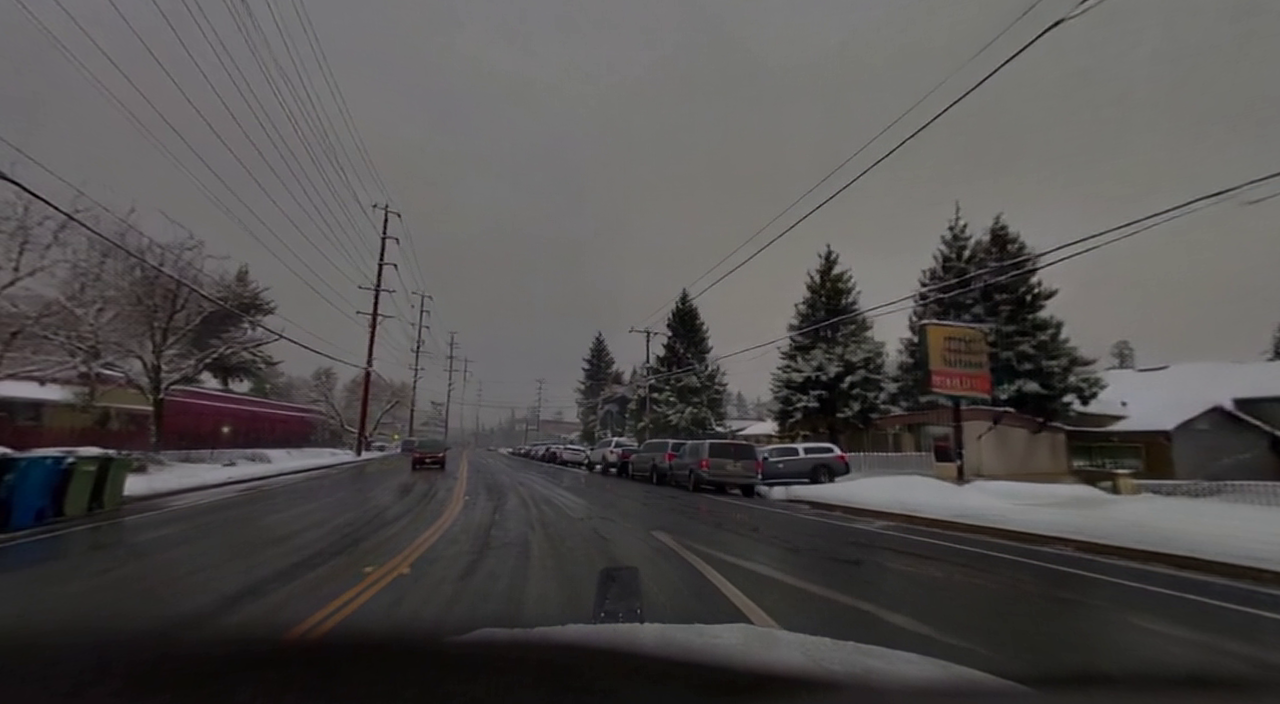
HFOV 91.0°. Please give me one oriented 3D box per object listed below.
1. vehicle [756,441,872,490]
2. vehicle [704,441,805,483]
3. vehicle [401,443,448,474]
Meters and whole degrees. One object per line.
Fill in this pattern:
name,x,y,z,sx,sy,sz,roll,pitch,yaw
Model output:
vehicle,6.255,3.910,22.255,2.074,1.526,4.853,-7,-11,40
vehicle,4.784,4.448,25.891,2.057,1.564,4.502,-7,-11,40
vehicle,-11.462,5.653,33.769,2.122,1.517,4.465,2,-9,-16
